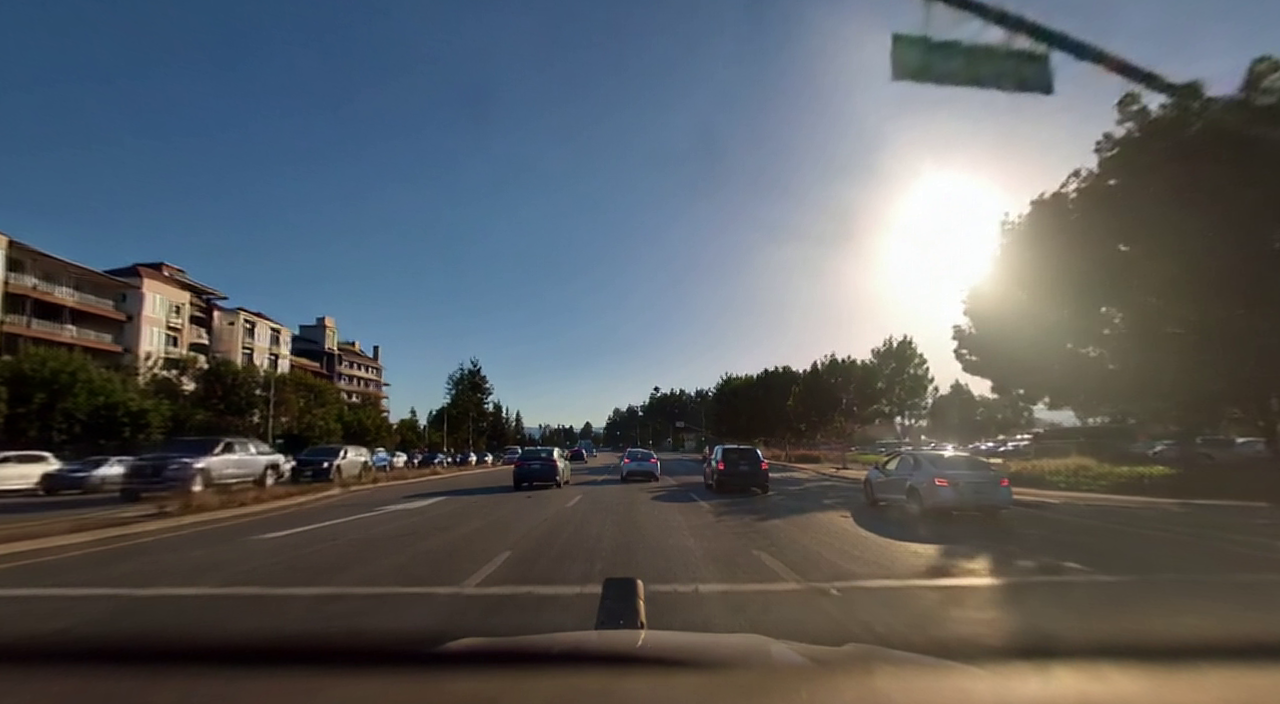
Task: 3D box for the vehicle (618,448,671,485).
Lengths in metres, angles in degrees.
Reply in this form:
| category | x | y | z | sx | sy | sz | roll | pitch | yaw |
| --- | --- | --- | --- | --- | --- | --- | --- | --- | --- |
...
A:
| category | x | y | z | sx | sy | sz | roll | pitch | yaw |
| --- | --- | --- | --- | --- | --- | --- | --- | --- | --- |
| vehicle | 0.130 | 5.020 | 28.031 | 2.155 | 1.486 | 4.403 | 0 | -8 | -1 |

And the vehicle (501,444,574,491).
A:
| category | x | y | z | sx | sy | sz | roll | pitch | yaw |
| --- | --- | --- | --- | --- | --- | --- | --- | --- | --- |
| vehicle | -3.935 | 4.492 | 25.050 | 2.172 | 1.671 | 4.175 | 0 | -8 | 0 |

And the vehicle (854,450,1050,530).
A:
| category | x | y | z | sx | sy | sz | roll | pitch | yaw |
| --- | --- | --- | --- | --- | --- | --- | --- | --- | --- |
| vehicle | 6.423 | 2.851 | 13.693 | 1.945 | 1.408 | 4.288 | 0 | -8 | -2 |

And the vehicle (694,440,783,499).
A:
| category | x | y | z | sx | sy | sz | roll | pitch | yaw |
| --- | --- | --- | --- | --- | --- | --- | --- | --- | --- |
| vehicle | 3.141 | 3.831 | 21.064 | 2.161 | 1.716 | 4.194 | 0 | -8 | -2 |

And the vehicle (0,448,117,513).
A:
| category | x | y | z | sx | sy | sz | roll | pitch | yaw |
| --- | --- | --- | --- | --- | --- | --- | --- | --- | --- |
| vehicle | -15.455 | 3.095 | 15.355 | 1.871 | 1.449 | 4.254 | -1 | -8 | -1 |

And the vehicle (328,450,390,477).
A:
| category | x | y | z | sx | sy | sz | roll | pitch | yaw |
| --- | --- | --- | --- | --- | --- | --- | --- | --- | --- |
| vehicle | -19.077 | 7.557 | 43.129 | 2.186 | 1.676 | 4.444 | -1 | -8 | -1 |

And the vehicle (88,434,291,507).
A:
| category | x | y | z | sx | sy | sz | roll | pitch | yaw |
| --- | --- | --- | --- | --- | --- | --- | --- | --- | --- |
| vehicle | -12.622 | 3.329 | 18.286 | 2.259 | 1.804 | 4.990 | 0 | -8 | -1 |
